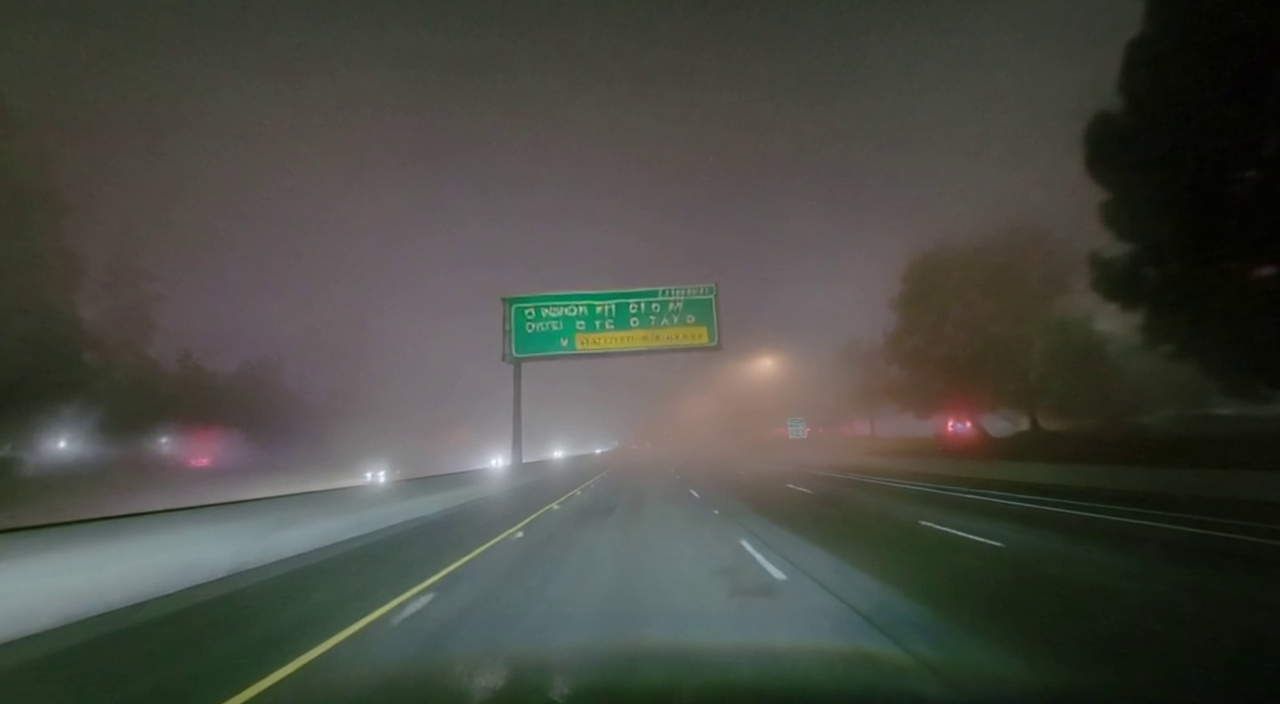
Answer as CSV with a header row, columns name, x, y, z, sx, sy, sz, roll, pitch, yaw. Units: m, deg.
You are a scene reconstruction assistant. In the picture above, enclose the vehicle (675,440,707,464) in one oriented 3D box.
name,x,y,z,sx,sy,sz,roll,pitch,yaw
vehicle,3.867,7.658,48.548,2.099,1.748,4.331,0,-8,-1
